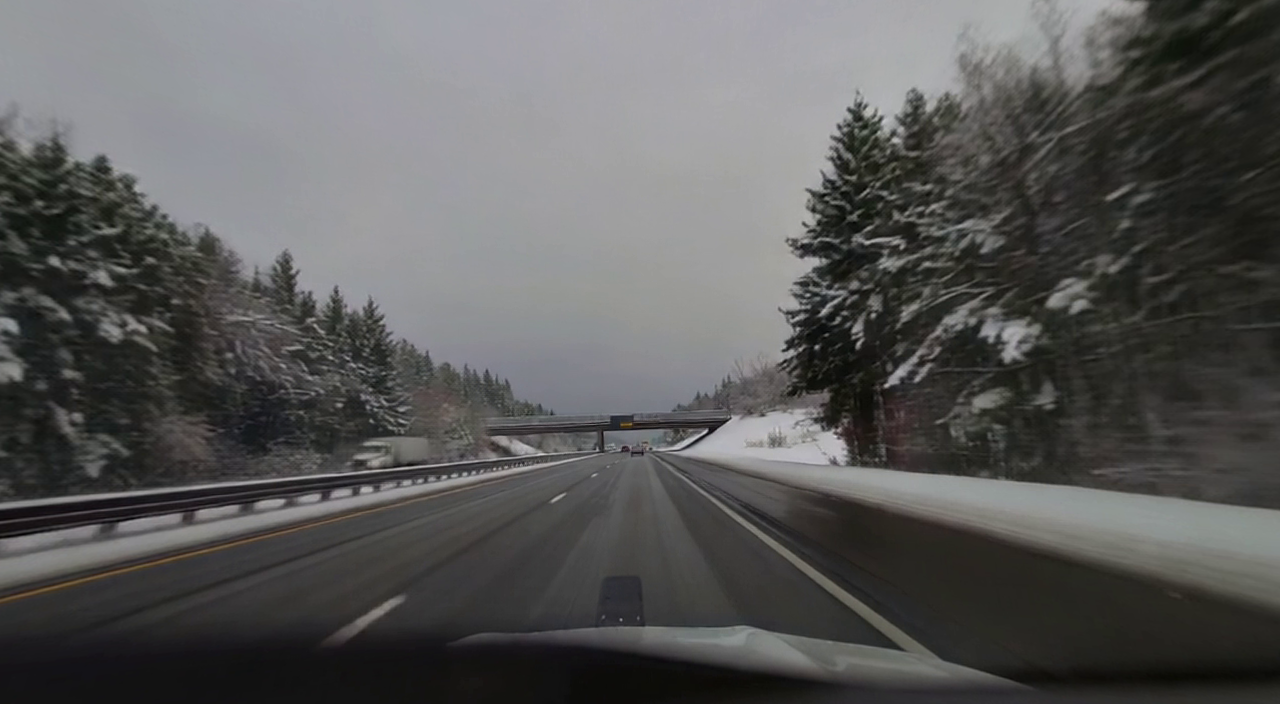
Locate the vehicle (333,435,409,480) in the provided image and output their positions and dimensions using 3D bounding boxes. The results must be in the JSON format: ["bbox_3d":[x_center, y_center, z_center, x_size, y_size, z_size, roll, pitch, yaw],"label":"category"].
[{"bbox_3d":[-17.012,6.667,40.282,2.243,2.618,5.756,0,-9,0],"label":"vehicle"}]
